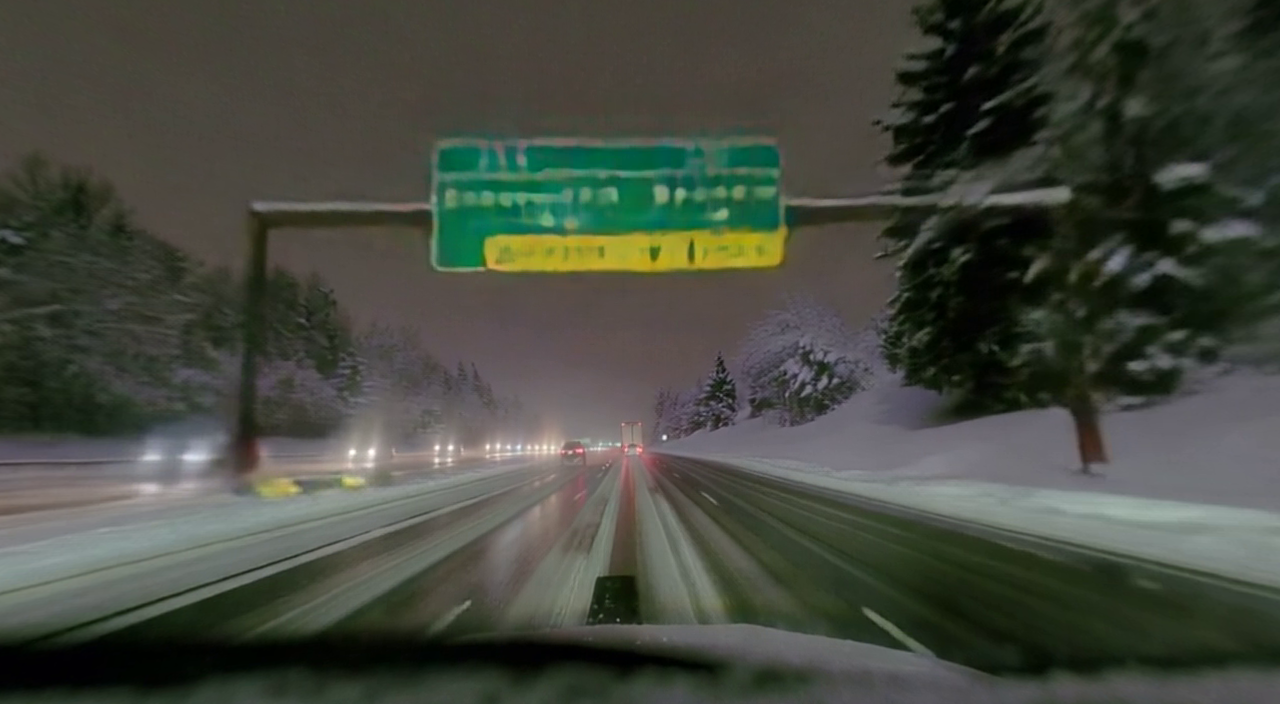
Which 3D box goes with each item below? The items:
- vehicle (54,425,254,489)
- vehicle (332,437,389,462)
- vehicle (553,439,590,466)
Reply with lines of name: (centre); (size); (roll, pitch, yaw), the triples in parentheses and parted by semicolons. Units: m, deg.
vehicle: (-12.597, 2.772, 16.721); (1.831, 1.460, 4.414); (0, -9, -1)
vehicle: (-17.588, 6.183, 39.605); (1.857, 1.478, 3.924); (0, -9, -1)
vehicle: (-4.445, 6.588, 41.207); (2.098, 1.692, 4.038); (0, -9, -1)
